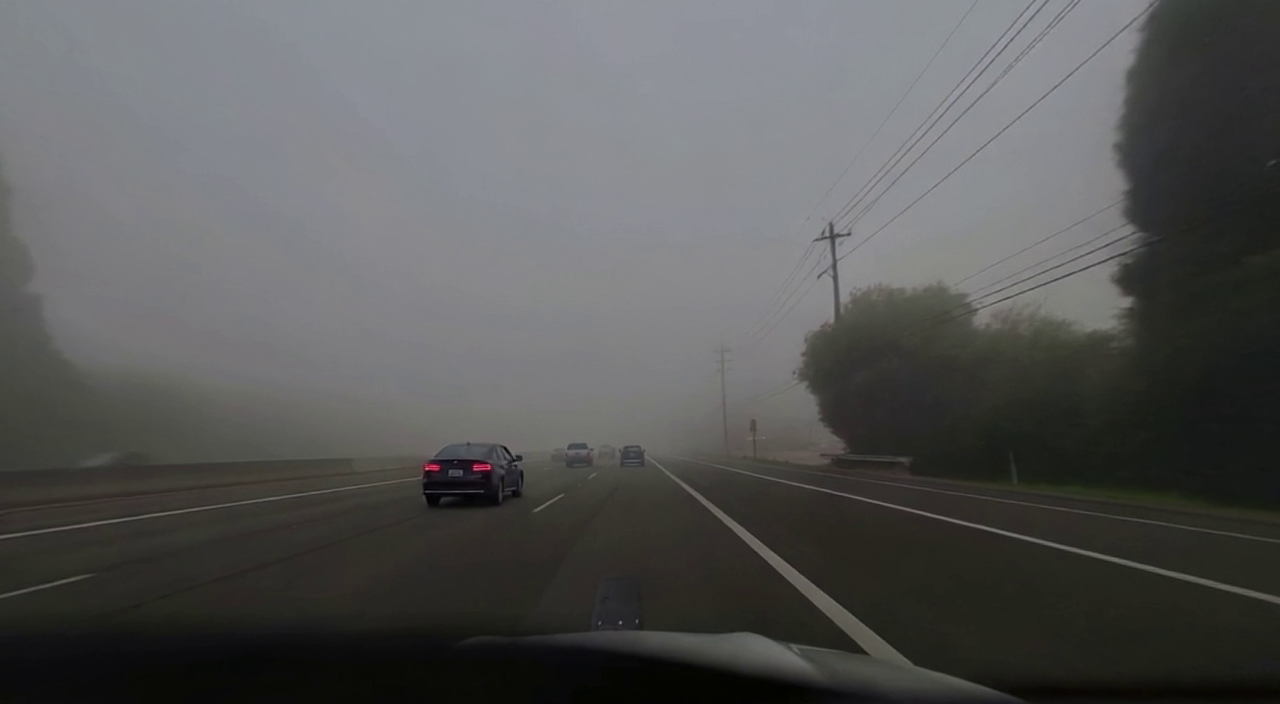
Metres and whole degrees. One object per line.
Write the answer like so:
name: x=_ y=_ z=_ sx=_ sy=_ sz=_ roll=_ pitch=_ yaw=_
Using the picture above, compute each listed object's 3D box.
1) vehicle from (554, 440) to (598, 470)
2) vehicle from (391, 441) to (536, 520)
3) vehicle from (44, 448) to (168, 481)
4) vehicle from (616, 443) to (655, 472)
vehicle: x=-3.930 y=6.431 z=39.712 sx=2.244 sy=1.752 sz=4.439 roll=0 pitch=-8 yaw=0
vehicle: x=-3.635 y=2.707 z=13.910 sx=1.938 sy=1.444 sz=4.206 roll=0 pitch=-8 yaw=0
vehicle: x=-30.460 y=6.392 z=36.330 sx=2.133 sy=1.678 sz=5.690 roll=0 pitch=-9 yaw=0
vehicle: x=-0.222 y=5.828 z=35.022 sx=2.030 sy=1.471 sz=4.115 roll=0 pitch=-8 yaw=0
